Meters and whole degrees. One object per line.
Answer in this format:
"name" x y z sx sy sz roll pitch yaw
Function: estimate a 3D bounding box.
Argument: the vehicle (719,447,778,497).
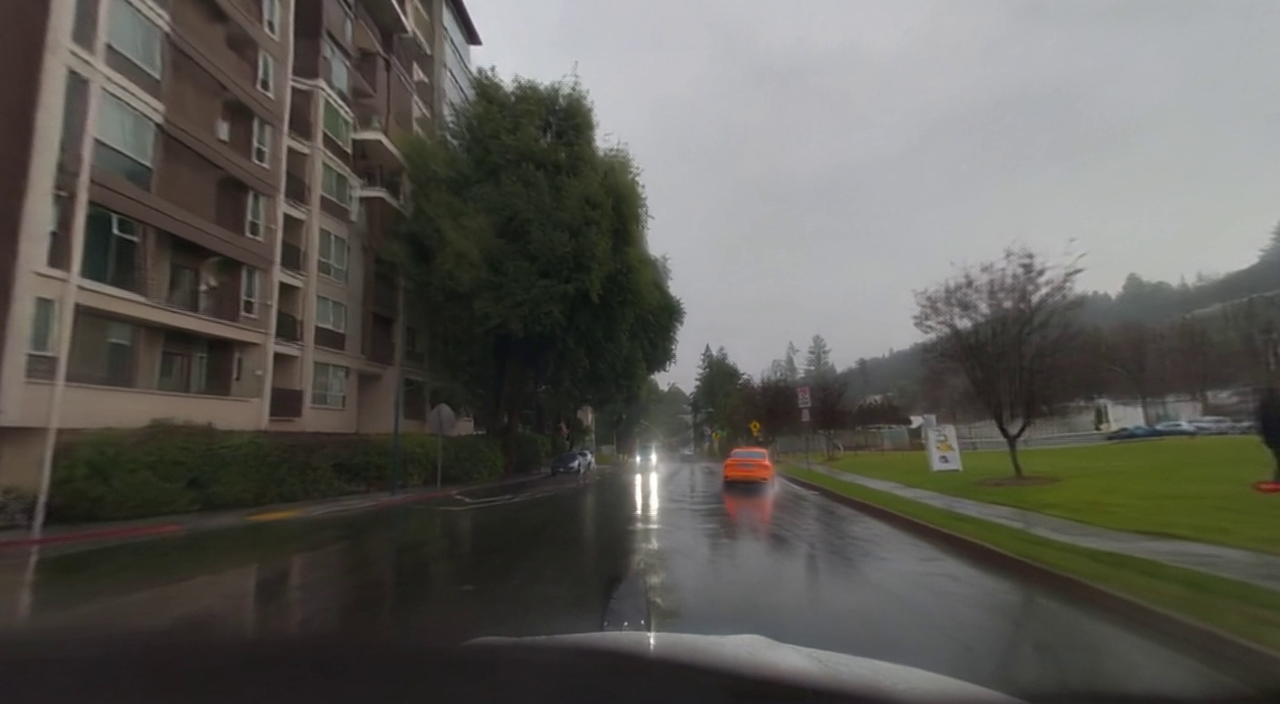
"vehicle" 3.388 3.794 20.053 1.559 1.351 2.452 -5 -10 5
